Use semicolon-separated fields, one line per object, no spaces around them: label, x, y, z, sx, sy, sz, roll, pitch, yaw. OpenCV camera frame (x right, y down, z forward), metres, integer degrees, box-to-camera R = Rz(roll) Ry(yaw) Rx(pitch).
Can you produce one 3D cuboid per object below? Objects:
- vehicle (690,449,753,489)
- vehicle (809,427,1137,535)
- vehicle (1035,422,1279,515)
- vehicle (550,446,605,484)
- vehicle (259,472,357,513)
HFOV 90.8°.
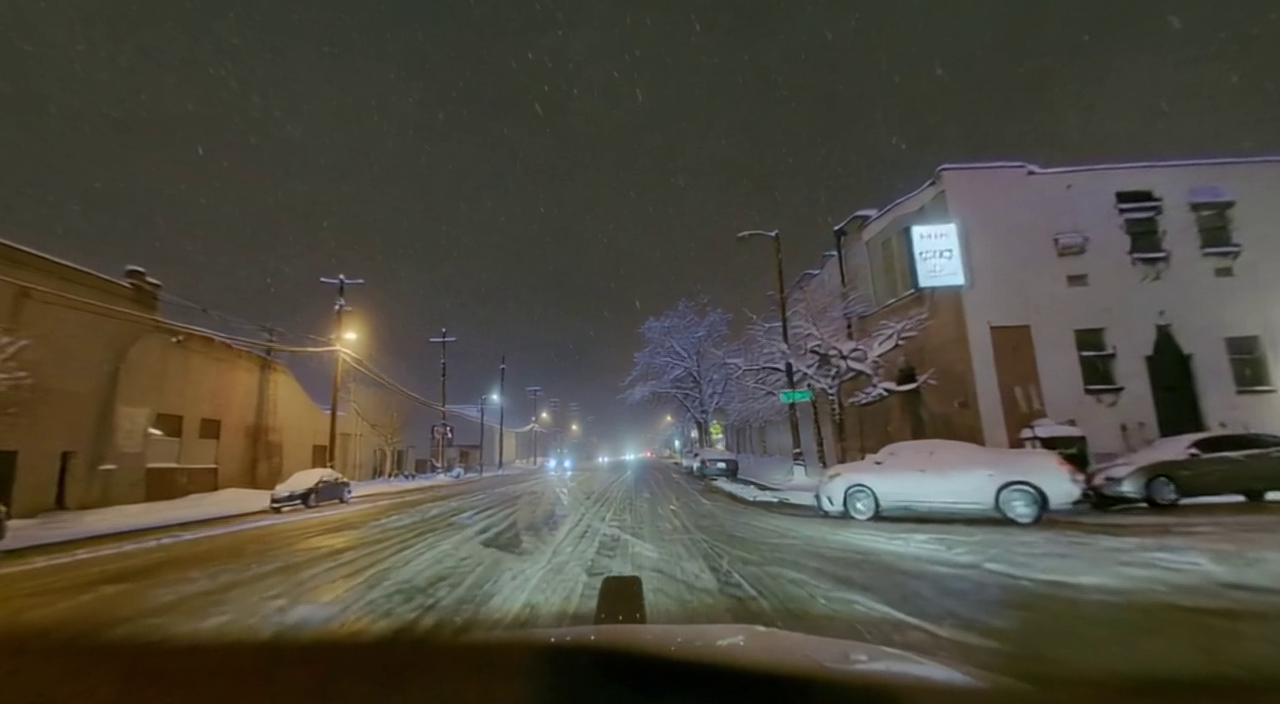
vehicle;3.425;5.020;27.477;2.007;1.558;4.464;0;-9;-2
vehicle;5.441;2.176;11.038;4.474;1.632;2.234;-1;-9;6
vehicle;10.847;2.195;12.140;5.034;1.590;2.025;-2;-9;15
vehicle;-3.228;5.898;33.454;2.348;1.831;4.737;0;-9;1
vehicle;-15.535;6.576;29.911;2.073;1.492;4.687;-1;-8;1
